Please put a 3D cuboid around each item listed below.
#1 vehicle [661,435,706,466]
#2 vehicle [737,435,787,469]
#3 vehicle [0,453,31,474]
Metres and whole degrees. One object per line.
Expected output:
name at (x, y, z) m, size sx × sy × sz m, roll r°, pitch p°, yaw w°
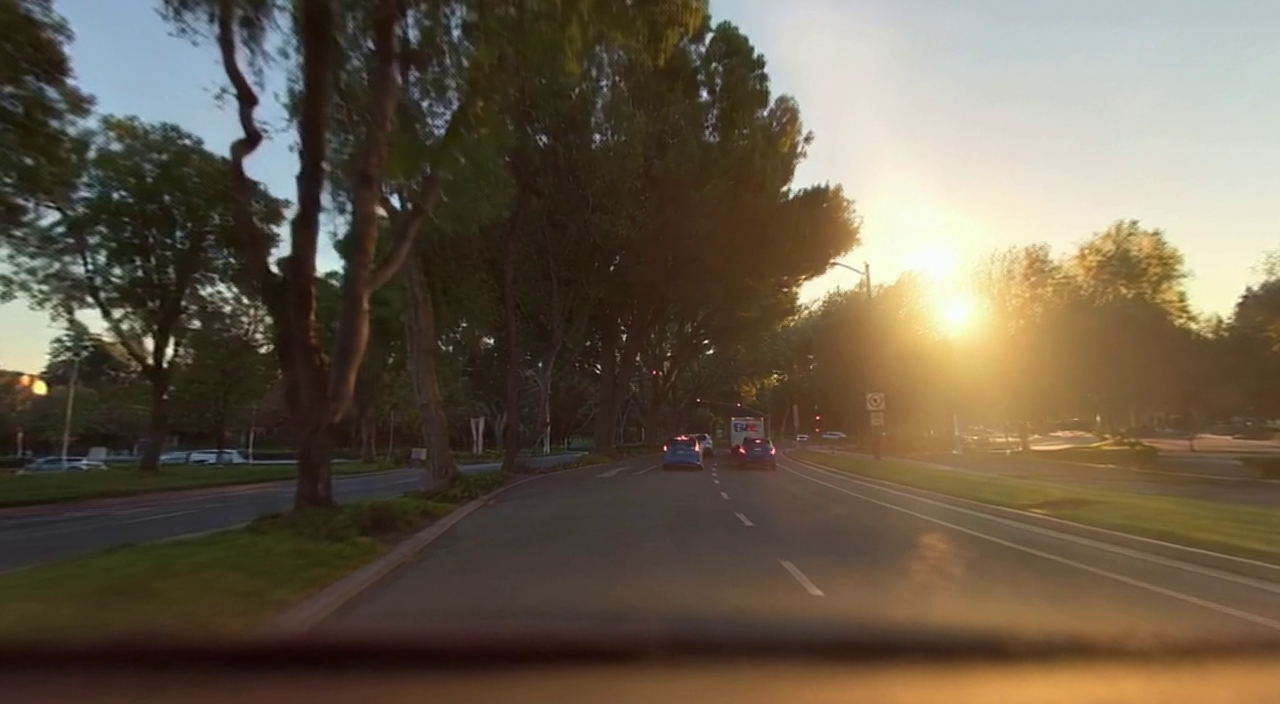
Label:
vehicle at (2.336, 5.129, 32.824) m, size 2.066 × 1.482 × 4.273 m, roll -1°, pitch -9°, yaw 7°
vehicle at (5.743, 4.761, 30.174) m, size 1.989 × 1.497 × 4.436 m, roll -1°, pitch -9°, yaw 6°
vehicle at (-49.925, 8.705, 49.387) m, size 3.757 × 1.518 × 1.854 m, roll -4°, pitch -10°, yaw 27°
